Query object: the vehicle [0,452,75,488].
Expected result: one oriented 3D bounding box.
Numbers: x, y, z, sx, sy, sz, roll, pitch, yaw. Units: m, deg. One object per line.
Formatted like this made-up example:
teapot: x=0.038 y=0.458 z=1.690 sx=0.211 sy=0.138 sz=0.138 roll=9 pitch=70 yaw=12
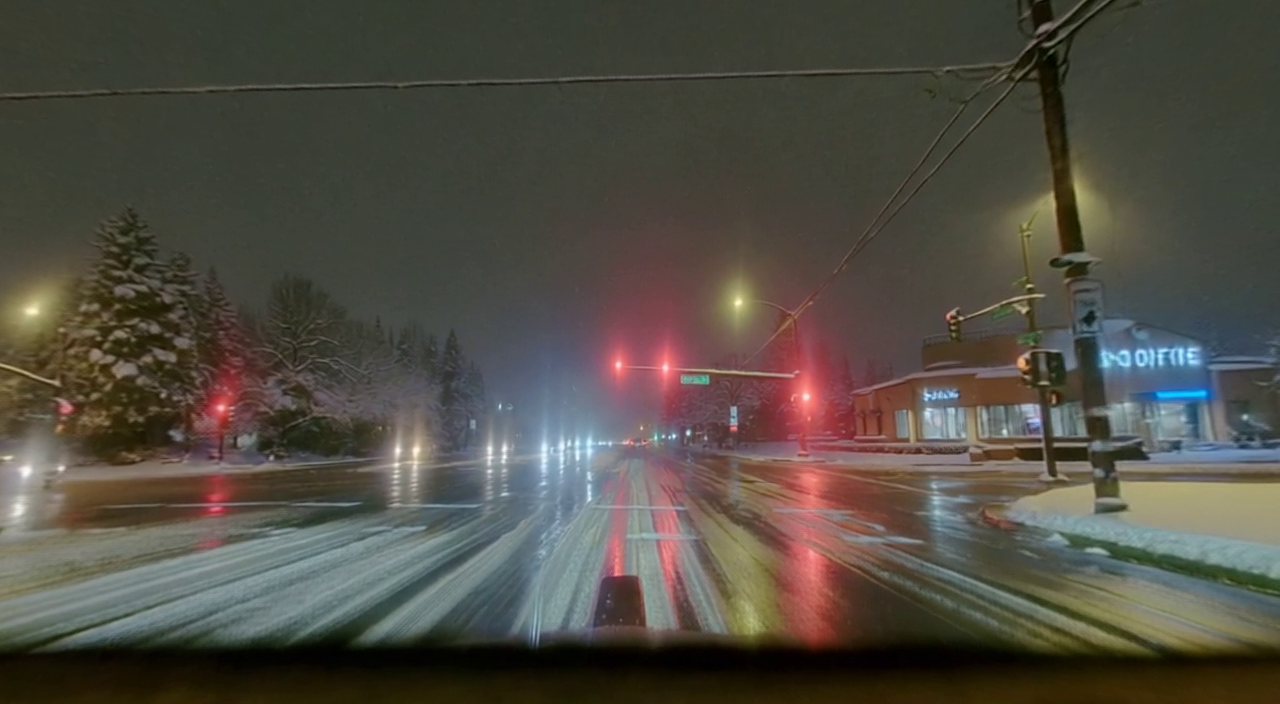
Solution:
vehicle: x=-27.772 y=5.108 z=27.496 sx=4.500 sy=1.465 sz=1.936 roll=0 pitch=-8 yaw=1
